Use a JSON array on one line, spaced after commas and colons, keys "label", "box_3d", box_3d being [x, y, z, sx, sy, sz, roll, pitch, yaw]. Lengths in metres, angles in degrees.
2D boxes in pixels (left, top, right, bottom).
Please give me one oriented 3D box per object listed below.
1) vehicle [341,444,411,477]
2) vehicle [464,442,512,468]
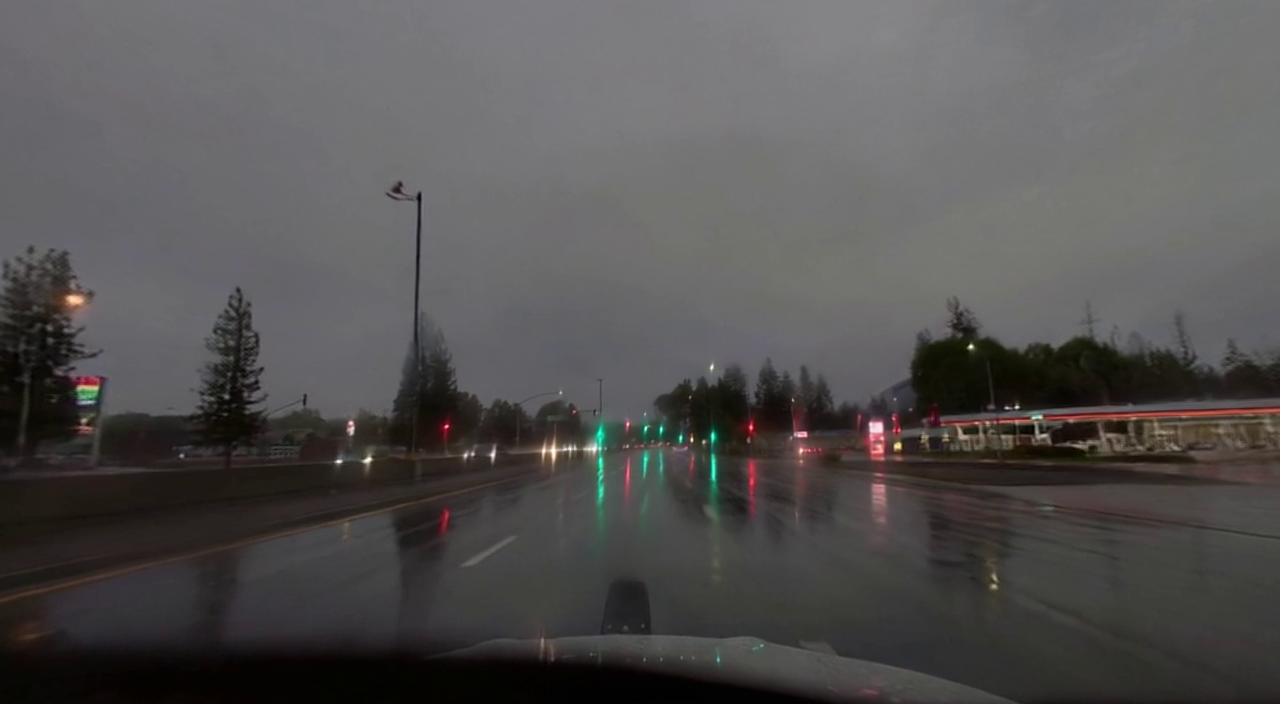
[{"label": "vehicle", "box_3d": [-12.962, 5.326, 31.198, 1.722, 1.510, 3.779, 0, -8, 2]}, {"label": "vehicle", "box_3d": [-9.978, 6.774, 41.710, 2.059, 1.621, 4.269, 0, -8, 1]}]
